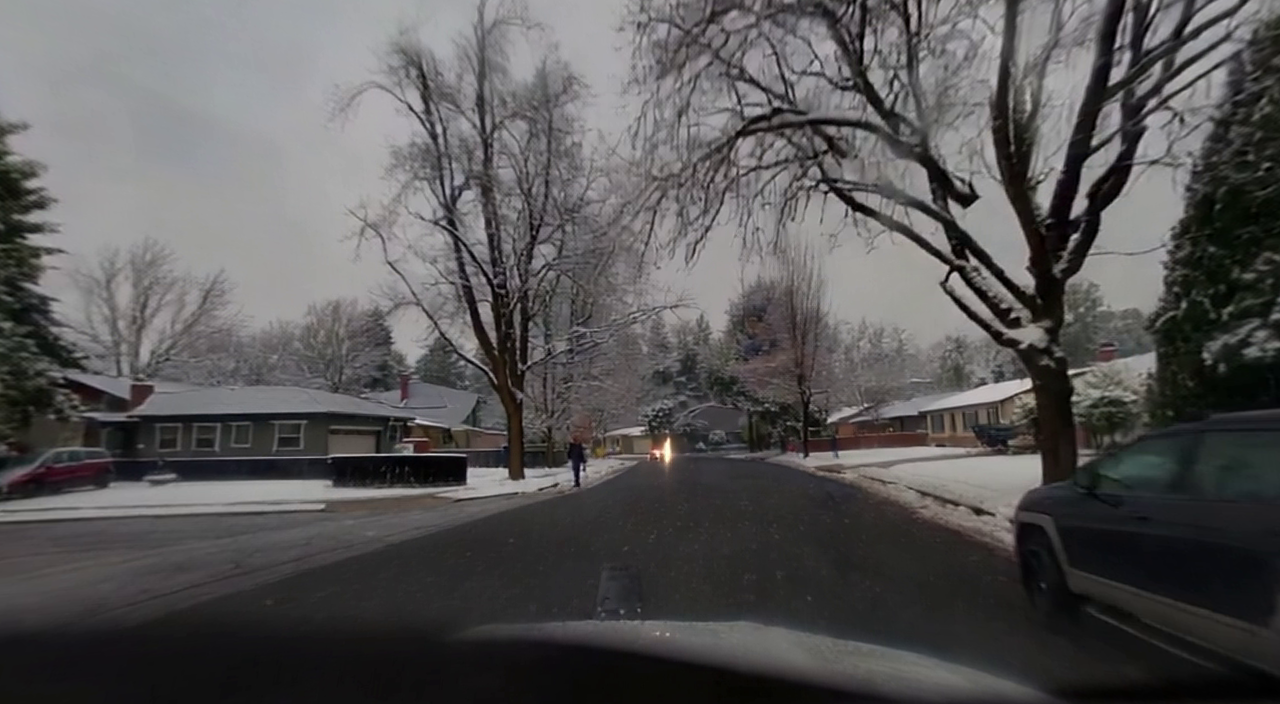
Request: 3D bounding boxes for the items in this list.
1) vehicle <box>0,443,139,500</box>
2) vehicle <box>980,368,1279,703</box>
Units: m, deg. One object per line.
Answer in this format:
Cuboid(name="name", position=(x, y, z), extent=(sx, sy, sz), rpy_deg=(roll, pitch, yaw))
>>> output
Cuboid(name="vehicle", position=(-20.704, 4.168, 22.471), extent=(2.021, 1.798, 4.491), rpy_deg=(0, -9, -1))
Cuboid(name="vehicle", position=(3.819, 1.027, 3.225), extent=(2.053, 1.737, 4.375), rpy_deg=(-1, -9, 6))
